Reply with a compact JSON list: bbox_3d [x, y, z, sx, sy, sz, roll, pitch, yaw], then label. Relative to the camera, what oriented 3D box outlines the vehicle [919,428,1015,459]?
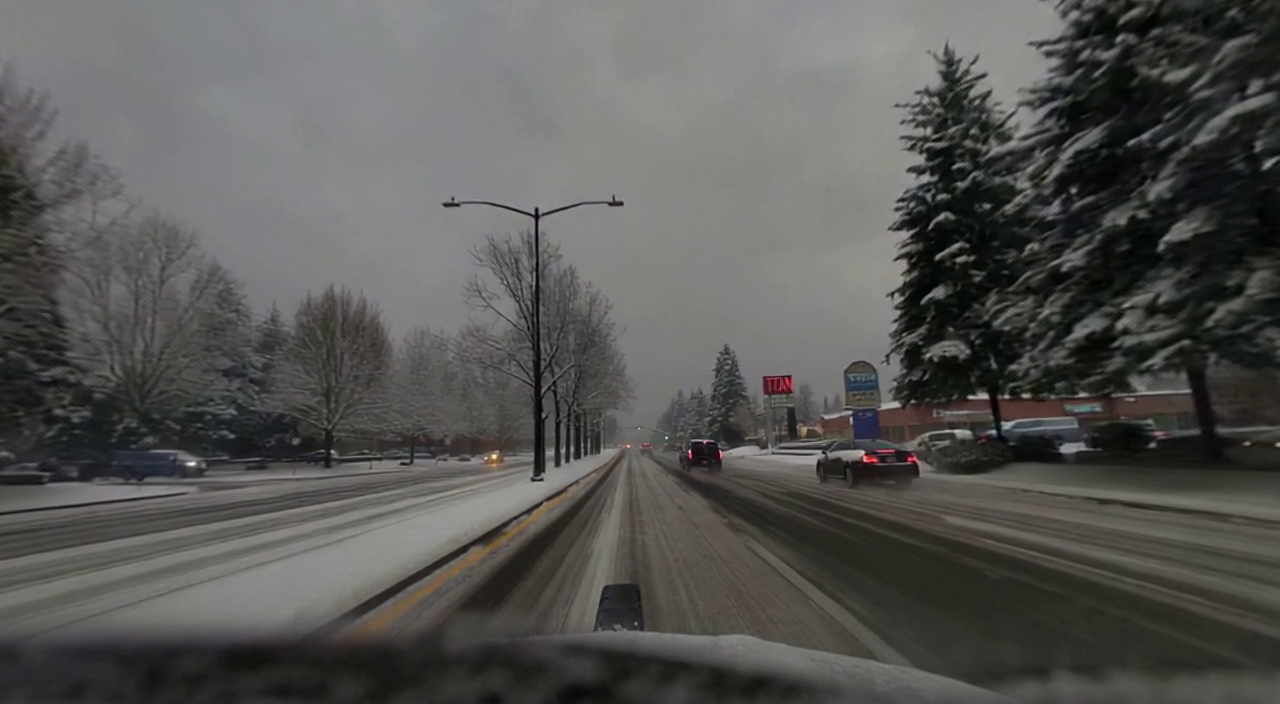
[{"bbox_3d":[22.773,6.451,44.309,2.858,2.005,6.831,0,-8,-3],"label":"vehicle"}]

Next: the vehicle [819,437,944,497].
[{"bbox_3d":[6.833,3.270,18.338,1.886,1.528,4.169,0,-9,-1],"label":"vehicle"}]

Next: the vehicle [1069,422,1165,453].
[{"bbox_3d":[33.334,6.059,44.269,2.307,2.019,5.604,0,-9,-1],"label":"vehicle"}]

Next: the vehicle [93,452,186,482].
[{"bbox_3d":[-33.739,7.721,42.612,1.999,1.834,4.697,-1,-9,9],"label":"vehicle"}]

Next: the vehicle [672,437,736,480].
[{"bbox_3d":[2.641,4.531,27.077,2.161,1.676,4.151,0,-9,-2],"label":"vehicle"}]

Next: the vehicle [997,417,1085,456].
[{"bbox_3d":[28.135,6.015,44.449,2.438,2.602,5.677,0,-9,0],"label":"vehicle"}]
